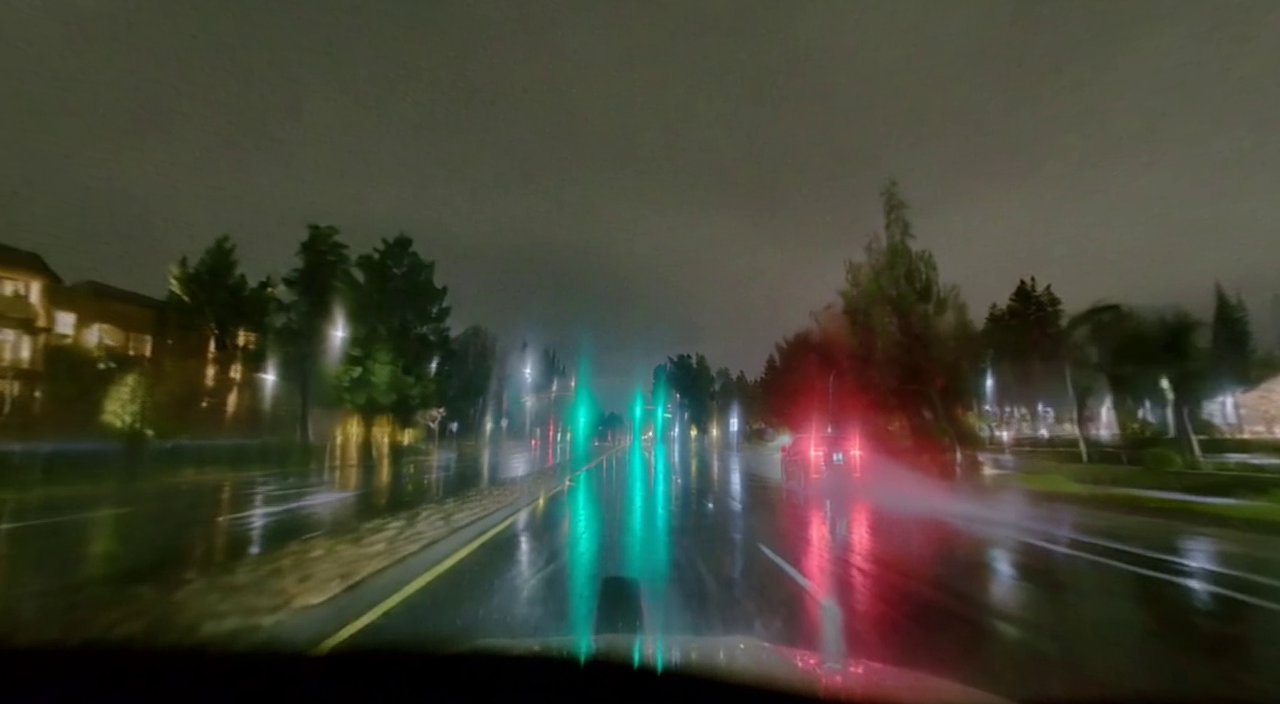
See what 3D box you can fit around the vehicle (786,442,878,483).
[{"bbox_3d":[7.221,4.193,24.240,2.054,1.421,4.487,0,-9,-1],"label":"vehicle"}]
